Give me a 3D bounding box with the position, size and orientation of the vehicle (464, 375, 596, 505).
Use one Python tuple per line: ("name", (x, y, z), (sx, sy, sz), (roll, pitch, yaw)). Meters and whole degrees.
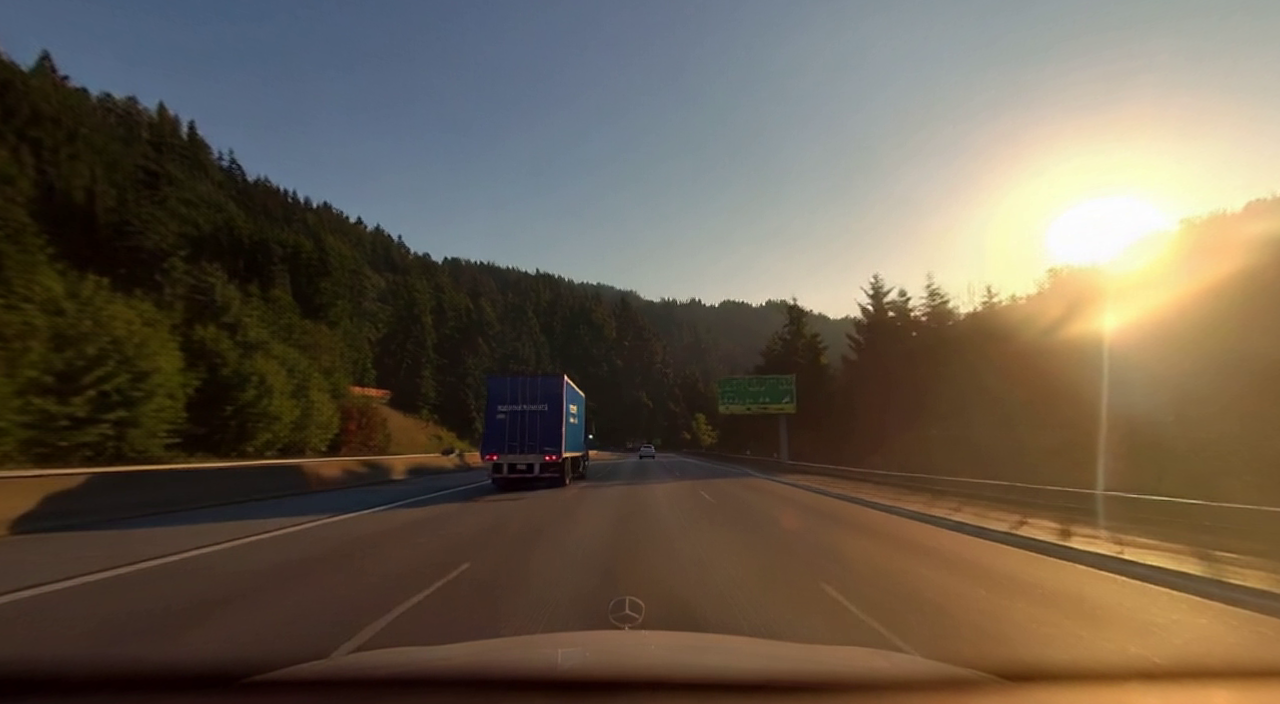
("vehicle", (-2.907, 2.646, 18.852), (2.695, 3.151, 6.885), (0, -9, 0))
